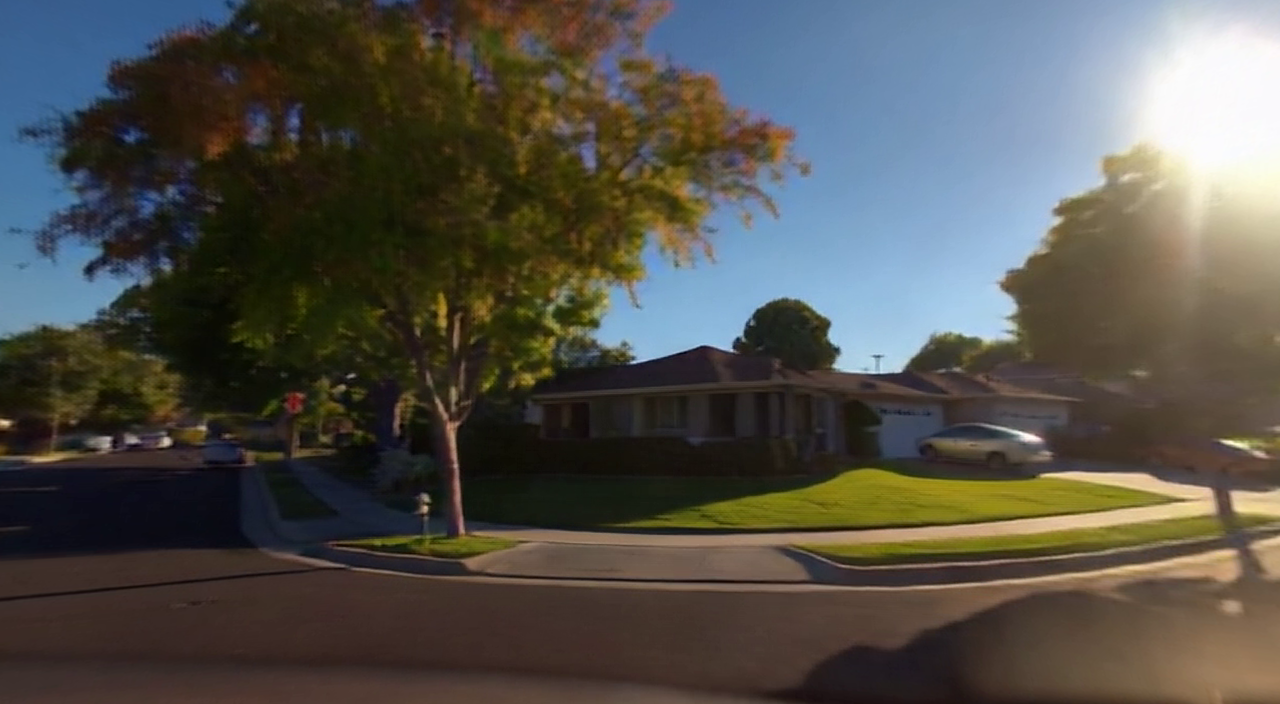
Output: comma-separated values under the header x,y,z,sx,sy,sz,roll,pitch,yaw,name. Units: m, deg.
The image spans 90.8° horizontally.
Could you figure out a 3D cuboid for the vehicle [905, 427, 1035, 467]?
x,y,z,sx,sy,sz,roll,pitch,yaw,name
13.607,3.955,26.329,1.844,1.495,4.404,5,-10,-30,vehicle
